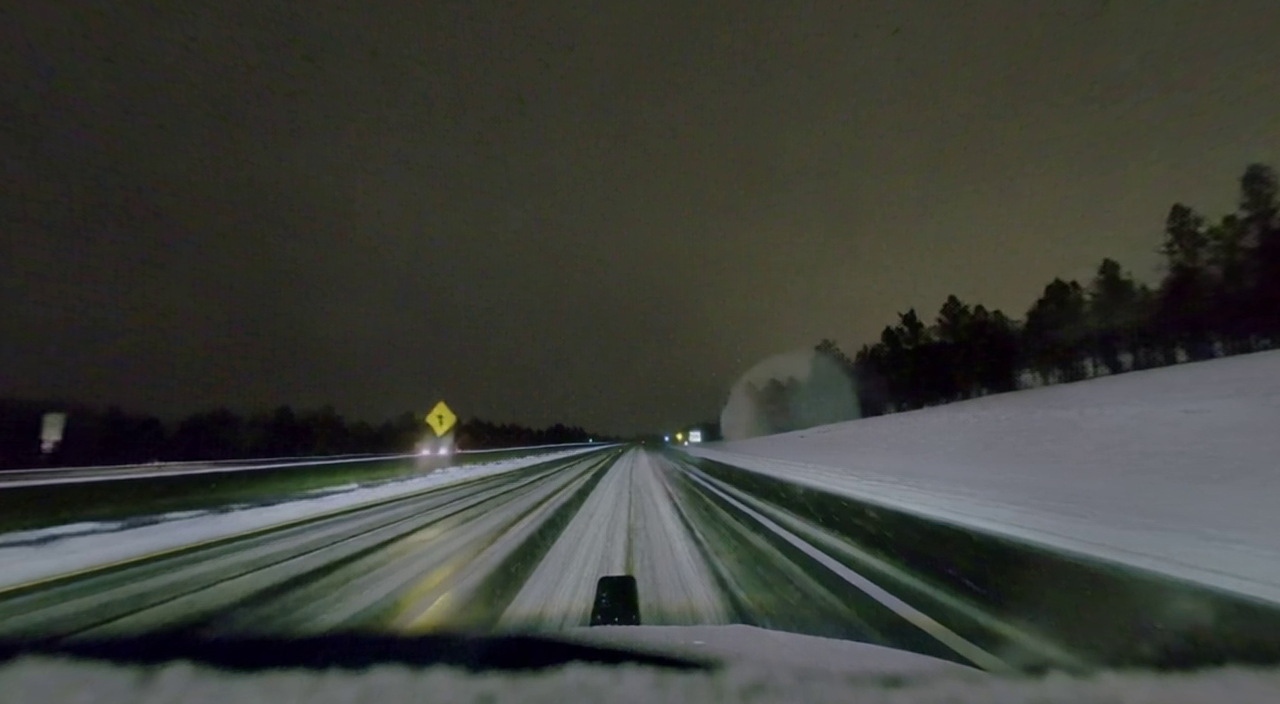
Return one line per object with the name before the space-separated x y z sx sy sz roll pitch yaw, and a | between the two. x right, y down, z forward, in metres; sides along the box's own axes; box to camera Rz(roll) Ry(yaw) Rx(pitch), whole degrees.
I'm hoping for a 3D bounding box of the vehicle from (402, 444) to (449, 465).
vehicle | -15.508 7.386 45.693 1.800 1.432 4.512 -1 -8 1
